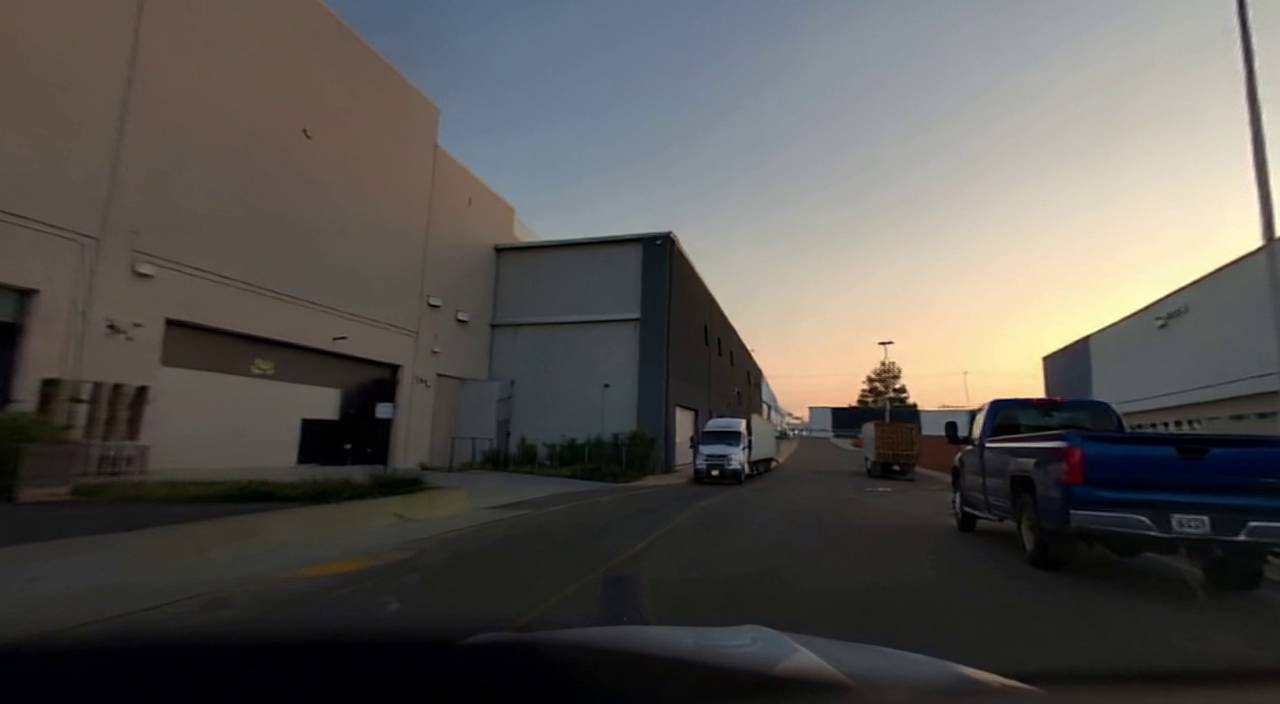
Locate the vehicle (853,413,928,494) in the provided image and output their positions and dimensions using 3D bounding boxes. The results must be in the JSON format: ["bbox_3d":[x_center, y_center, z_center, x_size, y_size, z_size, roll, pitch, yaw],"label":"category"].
[{"bbox_3d":[16.658,6.781,42.797,3.132,4.690,11.286,-2,-8,14],"label":"vehicle"}]

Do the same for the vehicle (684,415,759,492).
[{"bbox_3d":[5.239,6.192,39.070,3.111,4.217,7.722,-3,-9,18],"label":"vehicle"}]

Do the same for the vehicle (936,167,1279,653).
[{"bbox_3d":[8.264,1.221,11.388,2.966,4.658,11.455,-2,-8,14],"label":"vehicle"}]
